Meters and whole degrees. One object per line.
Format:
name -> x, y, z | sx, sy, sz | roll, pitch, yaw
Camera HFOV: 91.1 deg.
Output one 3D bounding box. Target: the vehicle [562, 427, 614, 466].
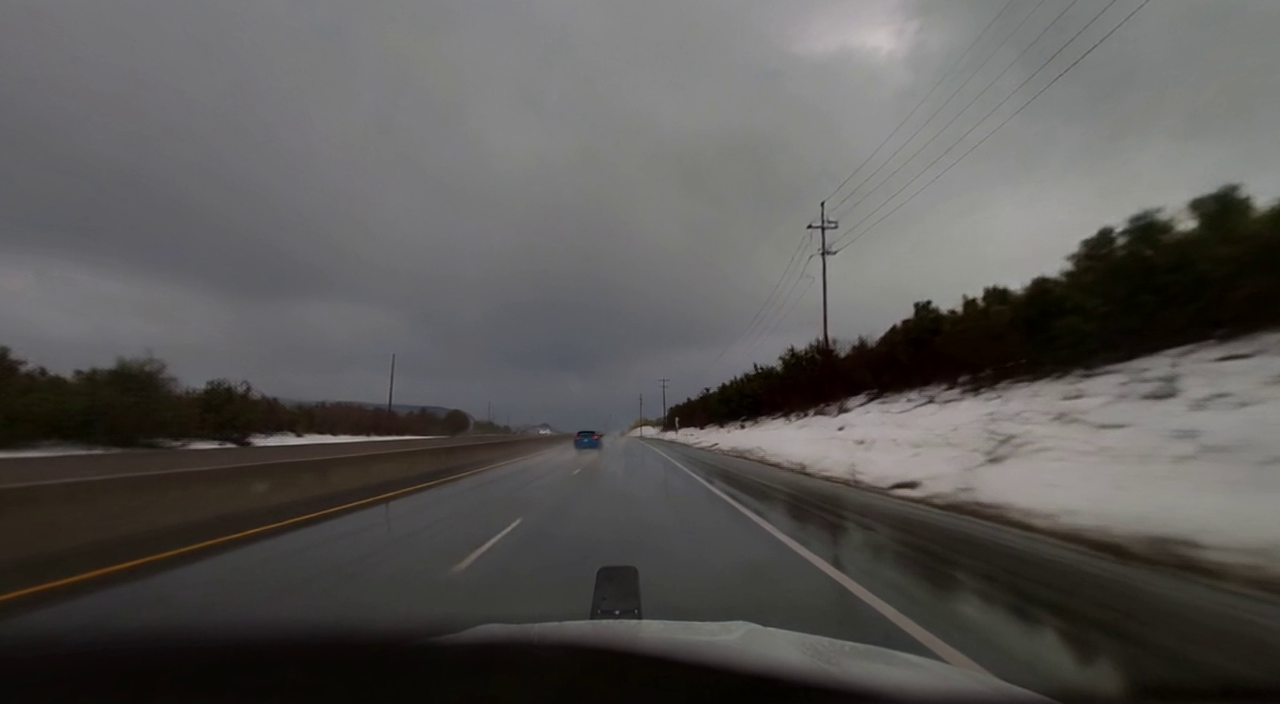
vehicle -> -2.163, 4.081, 27.264 | 1.999, 1.536, 3.969 | 0, -8, -1
